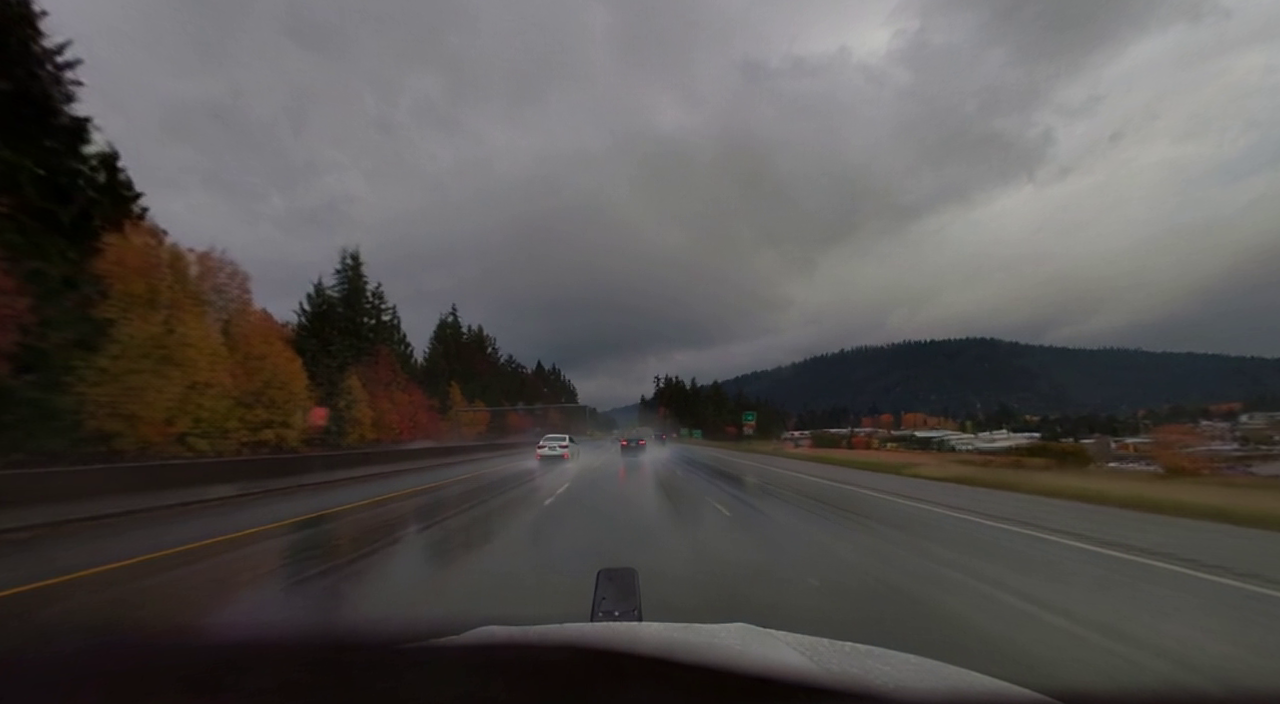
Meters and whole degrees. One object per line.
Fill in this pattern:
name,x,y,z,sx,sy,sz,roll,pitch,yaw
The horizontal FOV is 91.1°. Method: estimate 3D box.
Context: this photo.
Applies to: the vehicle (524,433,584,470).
vehicle,-3.766,4.430,28.372,2.103,1.507,4.367,0,-8,0
